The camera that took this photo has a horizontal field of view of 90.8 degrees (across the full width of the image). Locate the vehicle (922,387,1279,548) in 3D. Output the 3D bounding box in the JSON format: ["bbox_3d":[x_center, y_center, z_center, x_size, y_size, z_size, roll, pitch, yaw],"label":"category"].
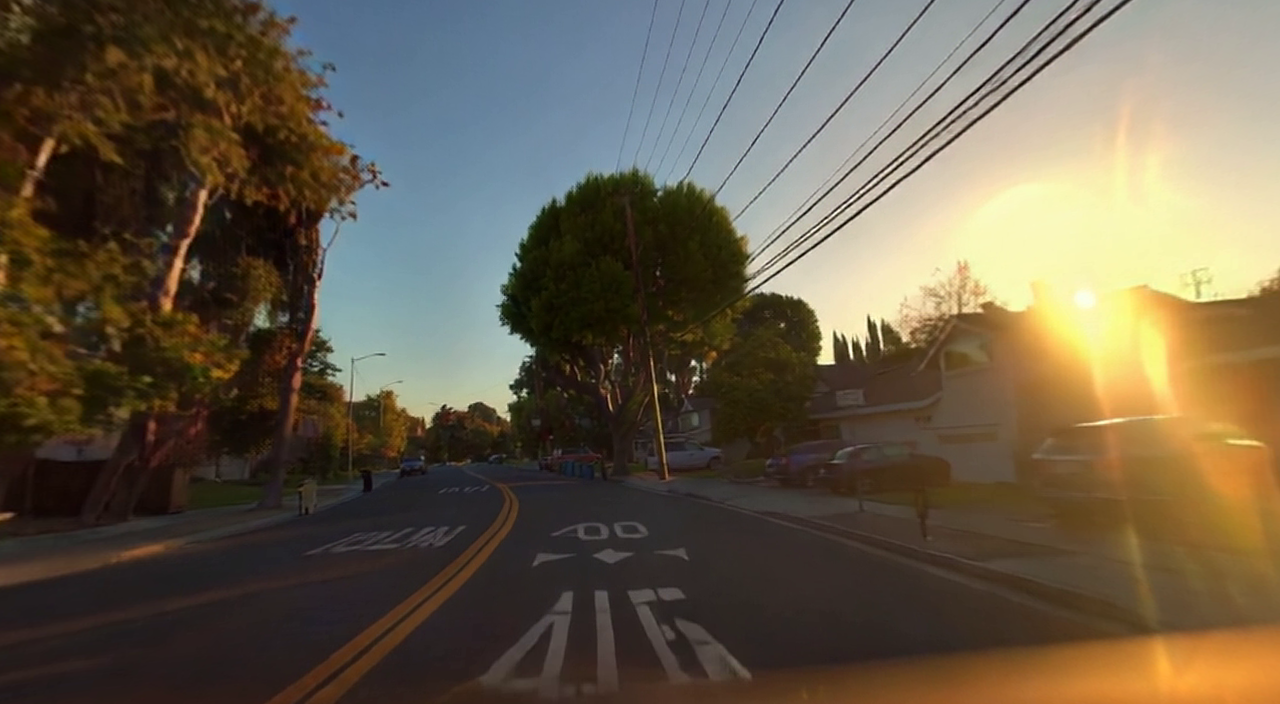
[{"bbox_3d":[7.252,1.603,9.108,5.229,1.790,2.153,-2,-11,-5],"label":"vehicle"}]

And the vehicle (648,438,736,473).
[{"bbox_3d":[2.826,5.647,34.505,4.337,1.768,1.962,2,-9,-15],"label":"vehicle"}]

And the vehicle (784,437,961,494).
[{"bbox_3d":[6.679,3.256,18.420,4.382,1.531,1.925,1,-9,-8],"label":"vehicle"}]
